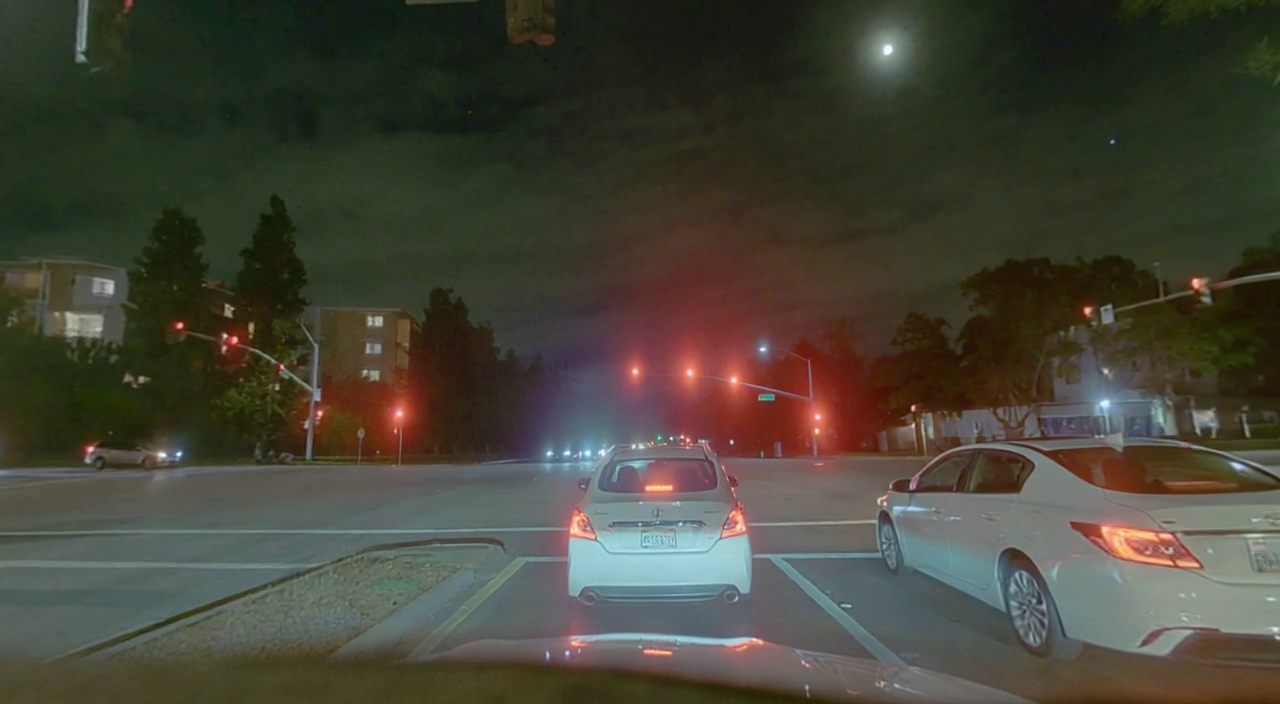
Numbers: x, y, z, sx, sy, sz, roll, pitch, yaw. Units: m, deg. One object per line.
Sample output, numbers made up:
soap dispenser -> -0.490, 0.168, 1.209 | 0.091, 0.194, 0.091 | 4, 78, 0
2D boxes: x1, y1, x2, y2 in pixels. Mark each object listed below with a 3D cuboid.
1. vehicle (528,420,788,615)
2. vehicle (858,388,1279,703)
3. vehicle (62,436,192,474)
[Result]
vehicle -> 0.100, 1.565, 6.872 | 2.017, 1.485, 3.813 | 0, -8, -1
vehicle -> 3.175, 1.122, 3.893 | 1.931, 1.493, 4.555 | 0, -8, -1
vehicle -> -24.279, 4.871, 29.978 | 4.450, 1.684, 1.894 | 0, -8, 0
